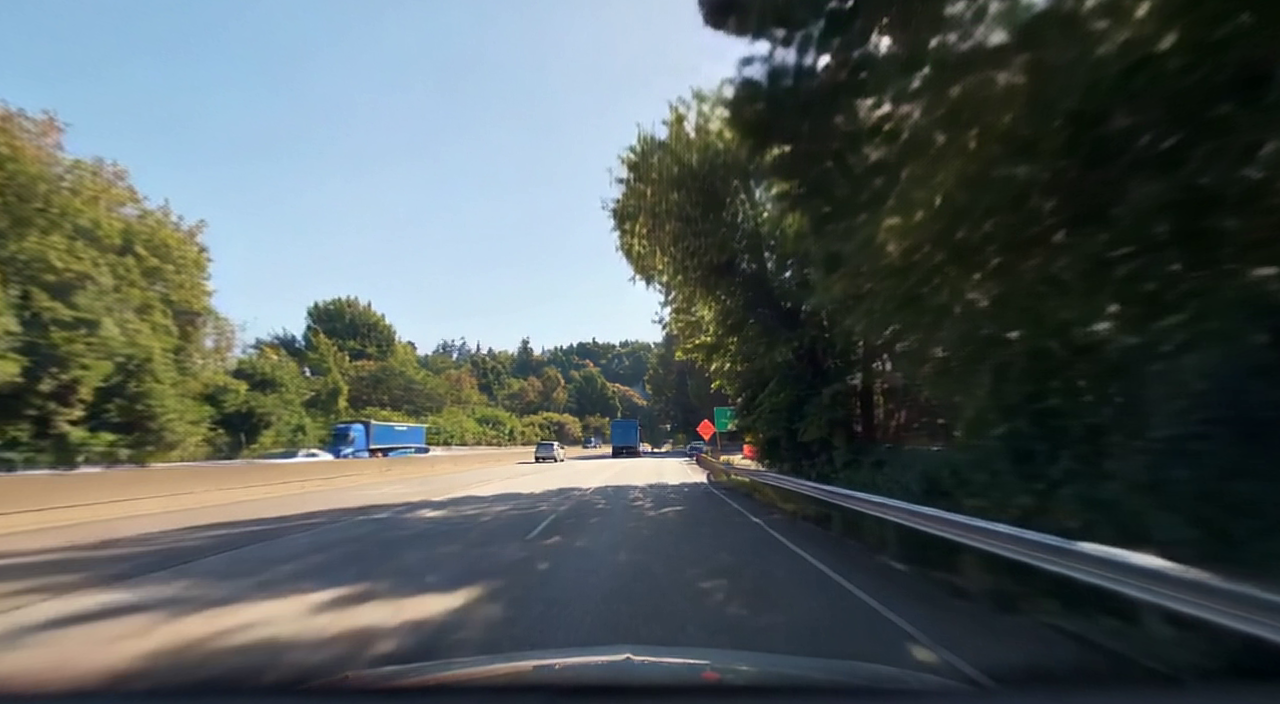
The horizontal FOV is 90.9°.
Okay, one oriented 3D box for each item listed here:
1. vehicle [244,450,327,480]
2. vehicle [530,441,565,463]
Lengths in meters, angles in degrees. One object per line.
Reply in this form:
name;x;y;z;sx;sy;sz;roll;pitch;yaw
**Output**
vehicle;-18.616;5.937;33.307;1.848;1.421;4.190;0;-9;2
vehicle;-6.869;7.464;47.064;1.893;1.566;4.051;-1;-9;2
